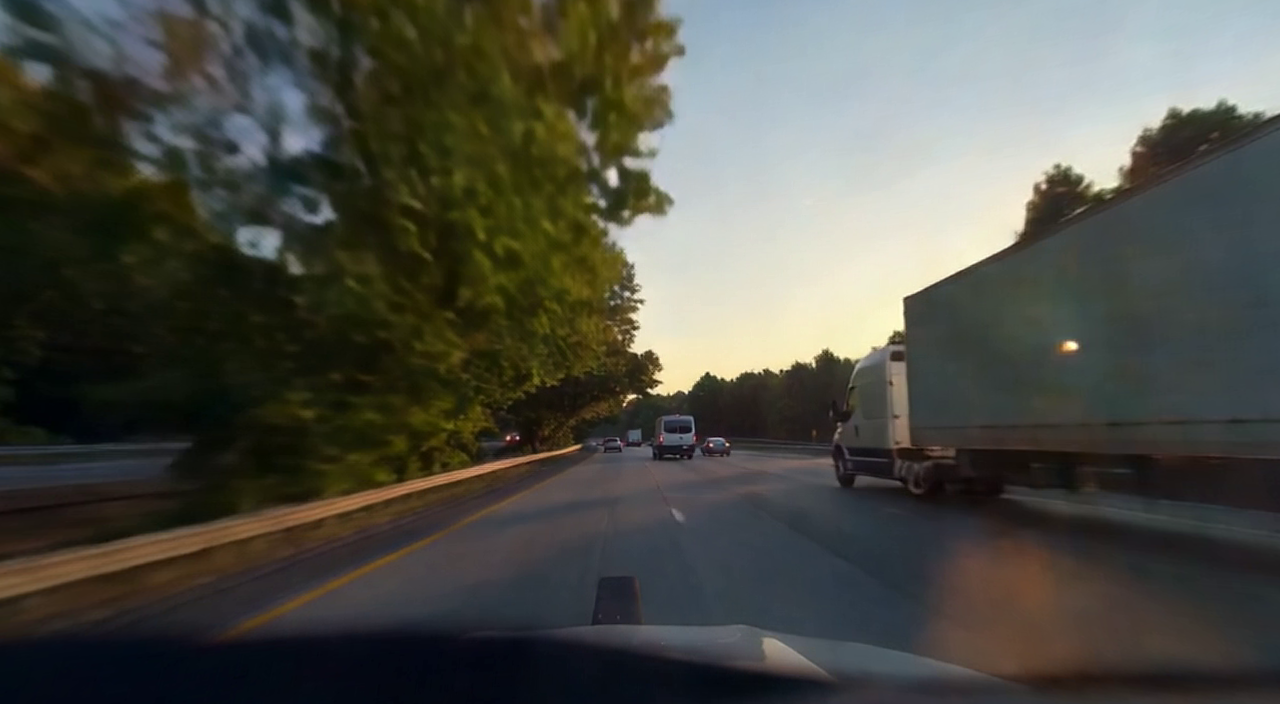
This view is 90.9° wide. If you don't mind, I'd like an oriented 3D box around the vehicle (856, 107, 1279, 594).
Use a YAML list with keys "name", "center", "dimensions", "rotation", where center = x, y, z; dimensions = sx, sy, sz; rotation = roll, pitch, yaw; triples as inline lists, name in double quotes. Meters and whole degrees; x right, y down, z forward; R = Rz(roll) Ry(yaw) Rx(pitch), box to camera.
- name: "vehicle"
  center: [6.814, 0.389, 8.303]
  dimensions: [2.904, 4.054, 14.017]
  rotation: [0, -8, 0]

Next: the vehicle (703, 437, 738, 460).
- name: "vehicle"
  center: [5.522, 6.652, 43.699]
  dimensions: [1.821, 1.468, 3.805]
  rotation: [0, -8, -2]

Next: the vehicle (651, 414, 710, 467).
- name: "vehicle"
  center: [1.980, 4.625, 33.095]
  dimensions: [2.436, 2.521, 5.409]
  rotation: [0, -8, -3]
